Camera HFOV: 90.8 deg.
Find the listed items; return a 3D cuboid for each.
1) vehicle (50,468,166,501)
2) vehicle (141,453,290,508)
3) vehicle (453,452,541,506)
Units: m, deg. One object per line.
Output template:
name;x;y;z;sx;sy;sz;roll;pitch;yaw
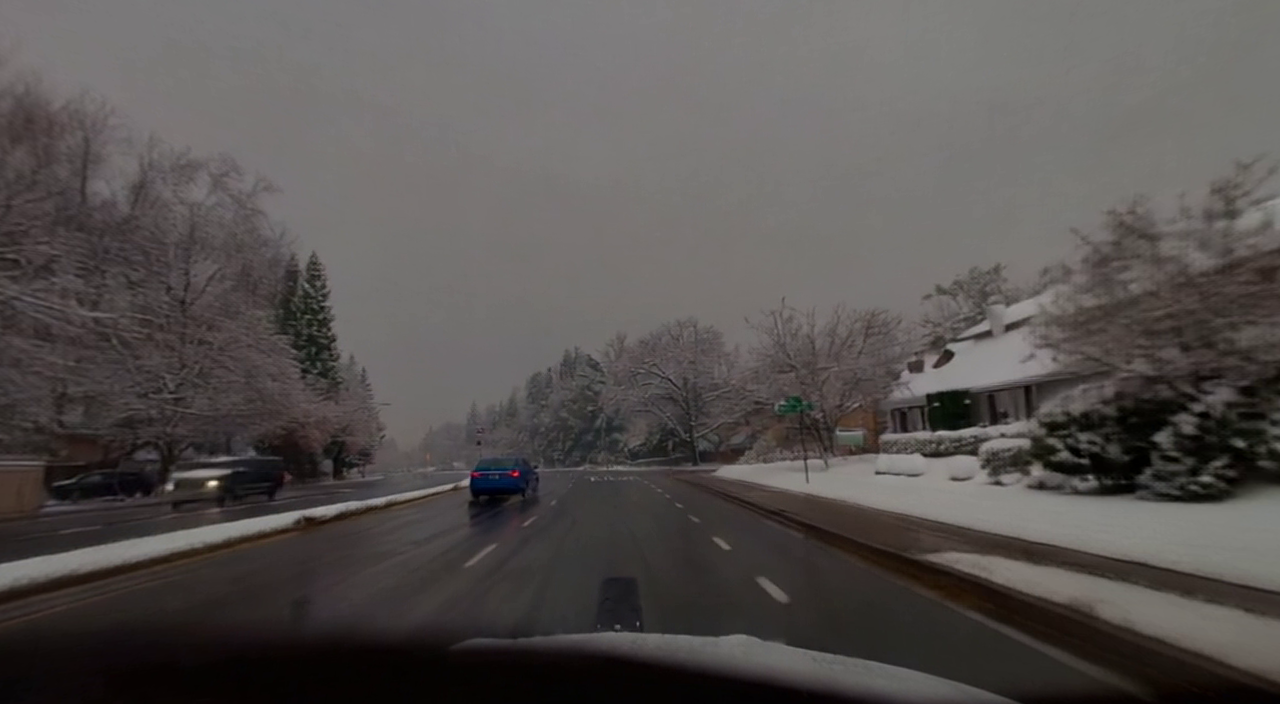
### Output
vehicle;-30.516;7.609;36.412;4.582;1.683;1.974;2;-9;-13
vehicle;-18.538;5.575;28.155;2.544;2.065;6.253;0;-9;-3
vehicle;-4.539;4.079;20.816;1.980;1.508;4.502;0;-9;-2
